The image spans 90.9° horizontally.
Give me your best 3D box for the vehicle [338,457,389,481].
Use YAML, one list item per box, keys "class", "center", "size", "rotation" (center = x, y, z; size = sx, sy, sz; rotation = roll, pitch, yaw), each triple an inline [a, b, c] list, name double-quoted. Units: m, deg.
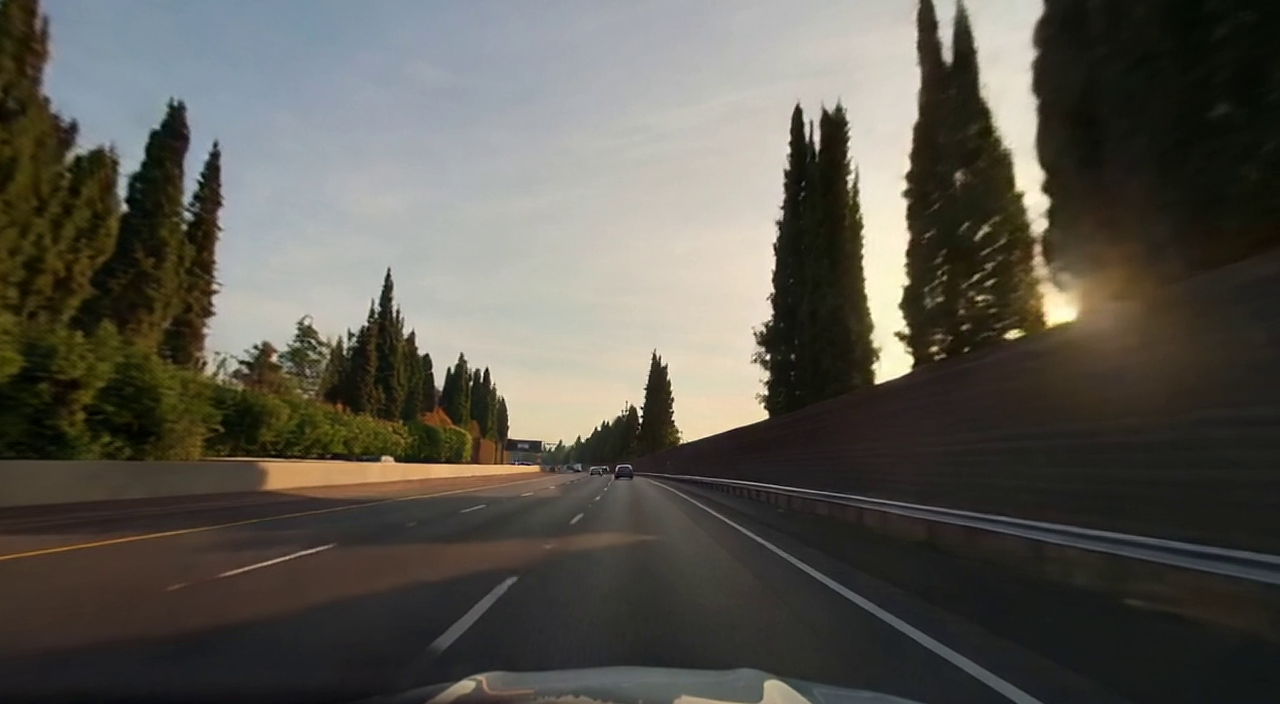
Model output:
- class: "vehicle"
  center: [-17.396, 7.386, 39.793]
  size: [1.653, 1.448, 3.549]
  rotation: [1, -10, -1]
